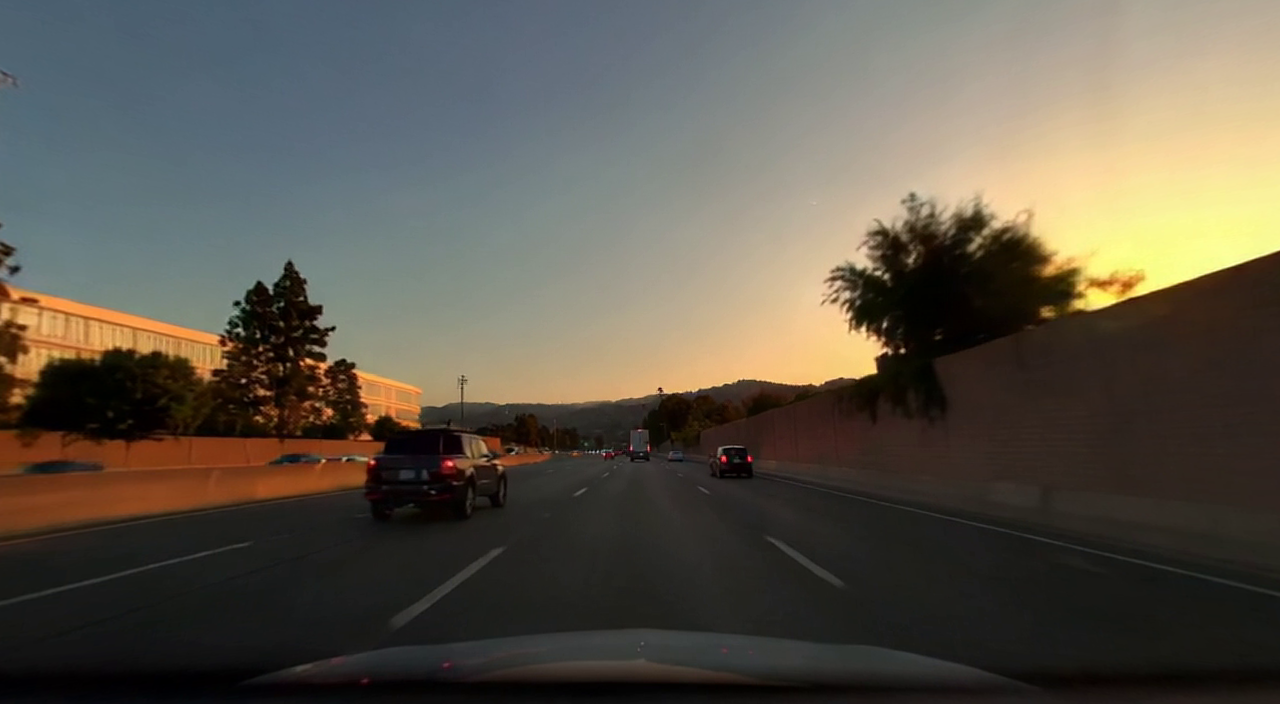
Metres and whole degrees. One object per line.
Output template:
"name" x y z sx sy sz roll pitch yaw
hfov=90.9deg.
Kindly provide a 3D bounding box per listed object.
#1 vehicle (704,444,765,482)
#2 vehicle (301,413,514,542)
"vehicle" 4.069 4.860 27.850 1.973 1.536 4.337 0 -9 -1
"vehicle" -3.760 2.126 11.213 2.014 1.811 4.369 0 -9 1
